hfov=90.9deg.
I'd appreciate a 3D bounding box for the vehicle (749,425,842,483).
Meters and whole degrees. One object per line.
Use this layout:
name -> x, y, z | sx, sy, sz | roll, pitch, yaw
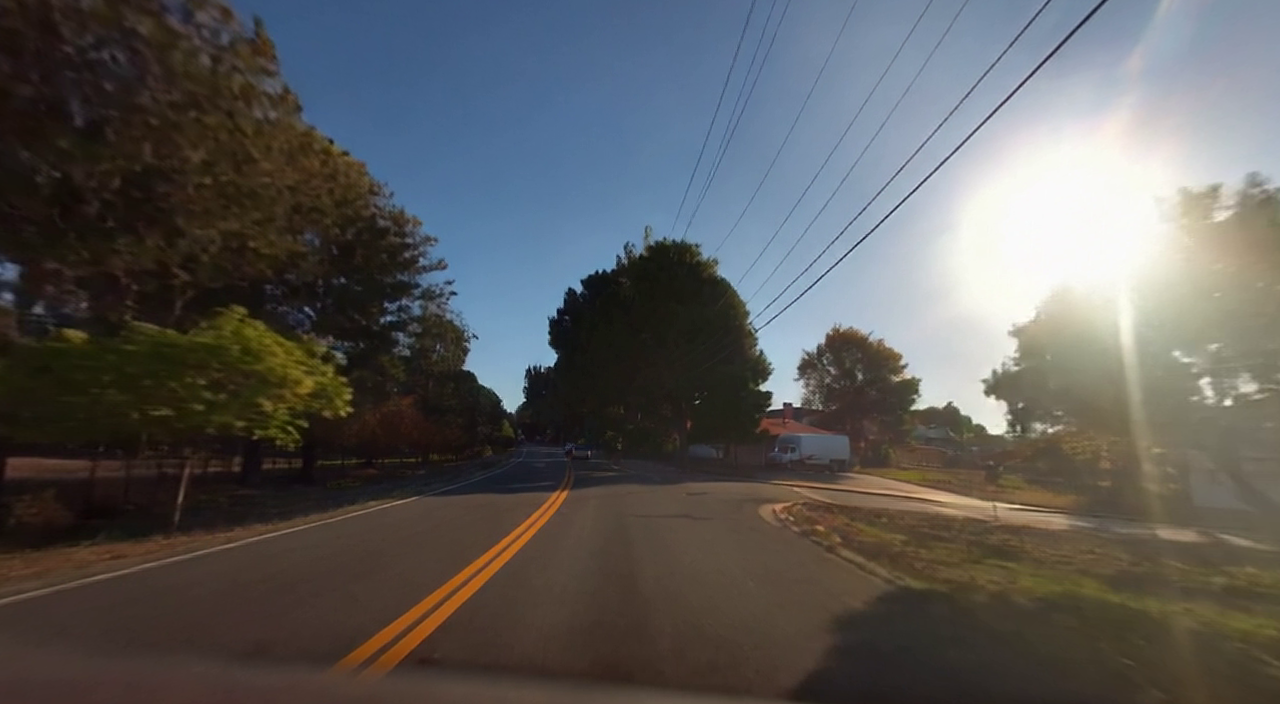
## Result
vehicle -> 11.010, 7.216, 44.719 | 5.297, 3.064, 2.935 | 11, -6, -17
